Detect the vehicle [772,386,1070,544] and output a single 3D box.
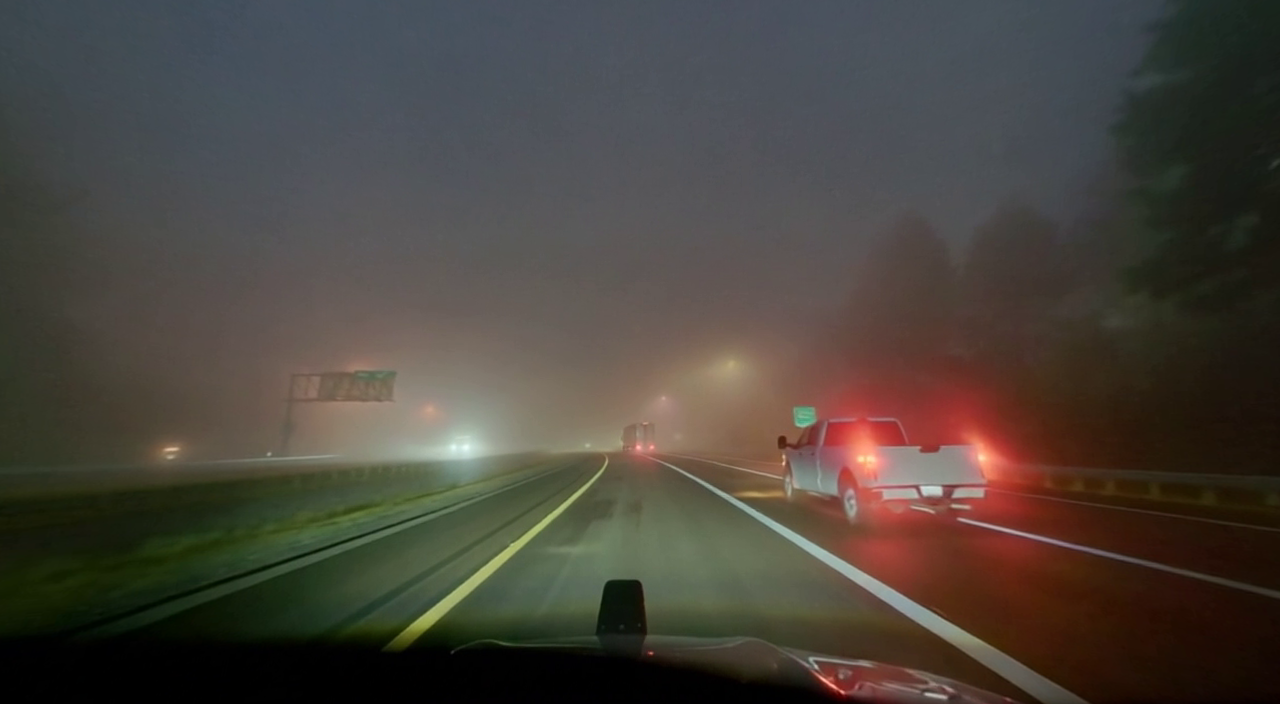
[{"bbox_3d":[4.117,1.819,10.789,2.383,1.959,5.669,0,-8,-1],"label":"vehicle"}]
